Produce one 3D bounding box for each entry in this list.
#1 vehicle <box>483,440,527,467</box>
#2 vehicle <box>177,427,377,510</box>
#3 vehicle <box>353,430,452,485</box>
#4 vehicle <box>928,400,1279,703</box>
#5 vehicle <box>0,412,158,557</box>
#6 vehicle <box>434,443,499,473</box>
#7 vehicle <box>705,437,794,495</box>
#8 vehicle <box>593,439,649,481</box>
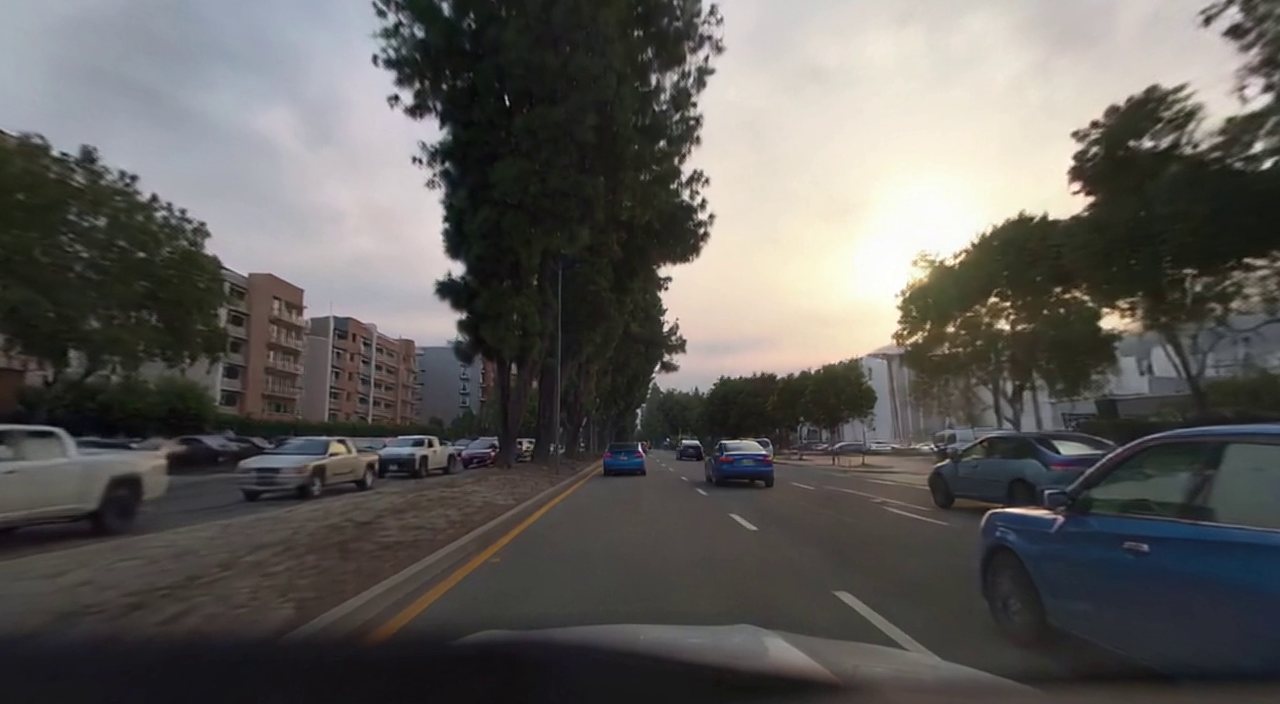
[{"bbox_3d":[-9.030,6.792,42.721,2.019,1.668,4.433,-1,-8,0],"label":"vehicle"},{"bbox_3d":[-8.901,2.886,16.187,2.145,1.747,5.014,-1,-8,0],"label":"vehicle"},{"bbox_3d":[-9.023,4.031,24.512,2.043,1.860,4.656,-1,-8,0],"label":"vehicle"},{"bbox_3d":[3.393,0.985,2.778,2.021,1.471,4.666,0,-8,0],"label":"vehicle"},{"bbox_3d":[-8.822,1.651,7.882,2.105,1.745,4.478,0,-8,-1],"label":"vehicle"},{"bbox_3d":[-9.022,5.523,33.218,2.148,1.473,4.709,0,-8,-1],"label":"vehicle"},{"bbox_3d":[3.096,3.303,18.662,1.852,1.498,3.825,0,-8,-2],"label":"vehicle"},{"bbox_3d":[-0.687,4.138,24.451,1.994,1.479,3.647,0,-8,0],"label":"vehicle"}]
